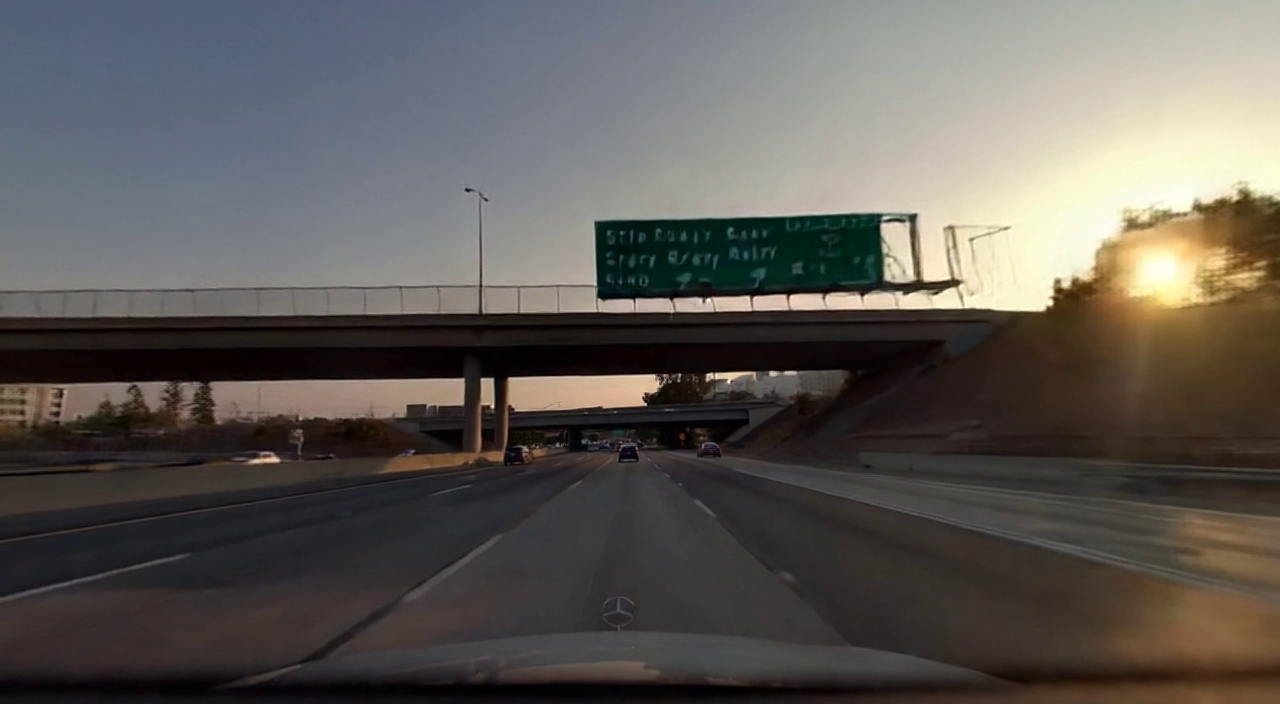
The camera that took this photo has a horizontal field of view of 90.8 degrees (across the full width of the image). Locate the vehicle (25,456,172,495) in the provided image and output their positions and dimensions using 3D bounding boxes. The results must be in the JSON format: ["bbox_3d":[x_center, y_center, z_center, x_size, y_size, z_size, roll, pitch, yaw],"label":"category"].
[{"bbox_3d":[-20.327,4.633,24.001,1.808,1.203,4.334,0,-8,-1],"label":"vehicle"}]

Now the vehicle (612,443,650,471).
[{"bbox_3d":[-0.548,5.848,35.477,2.012,1.471,4.059,0,-8,-2],"label":"vehicle"}]

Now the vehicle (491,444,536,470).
[{"bbox_3d":[-8.011,6.665,40.402,1.957,1.554,4.350,0,-8,-1],"label":"vehicle"}]
